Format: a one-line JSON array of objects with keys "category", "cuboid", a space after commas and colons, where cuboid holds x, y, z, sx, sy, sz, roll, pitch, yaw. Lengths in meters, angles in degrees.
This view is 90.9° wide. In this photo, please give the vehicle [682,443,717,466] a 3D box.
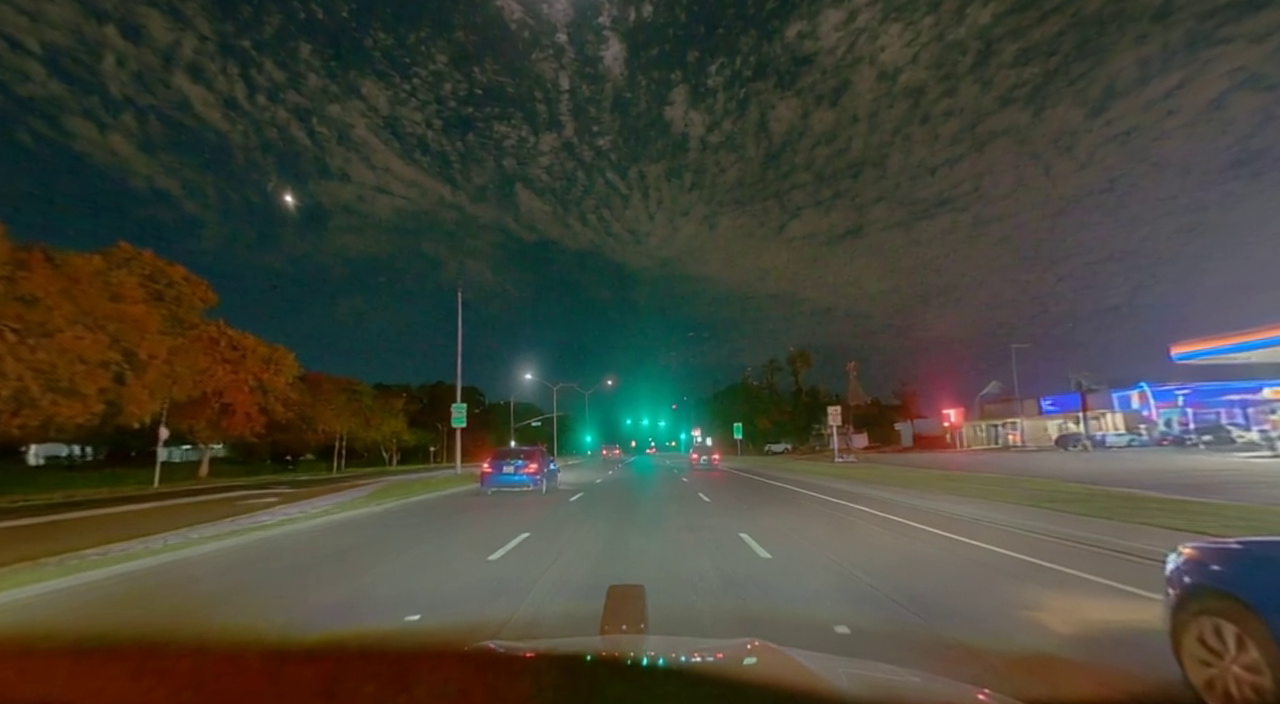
[{"category": "vehicle", "cuboid": [3.974, 6.898, 42.627, 1.883, 1.465, 3.975, 0, -8, -1]}]

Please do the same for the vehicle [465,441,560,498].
[{"category": "vehicle", "cuboid": [-3.578, 3.369, 18.586, 1.803, 1.463, 4.422, 0, -8, 1]}]

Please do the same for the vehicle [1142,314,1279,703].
[{"category": "vehicle", "cuboid": [3.181, 0.496, 0.342, 2.041, 1.764, 4.550, 0, -8, 0]}]
